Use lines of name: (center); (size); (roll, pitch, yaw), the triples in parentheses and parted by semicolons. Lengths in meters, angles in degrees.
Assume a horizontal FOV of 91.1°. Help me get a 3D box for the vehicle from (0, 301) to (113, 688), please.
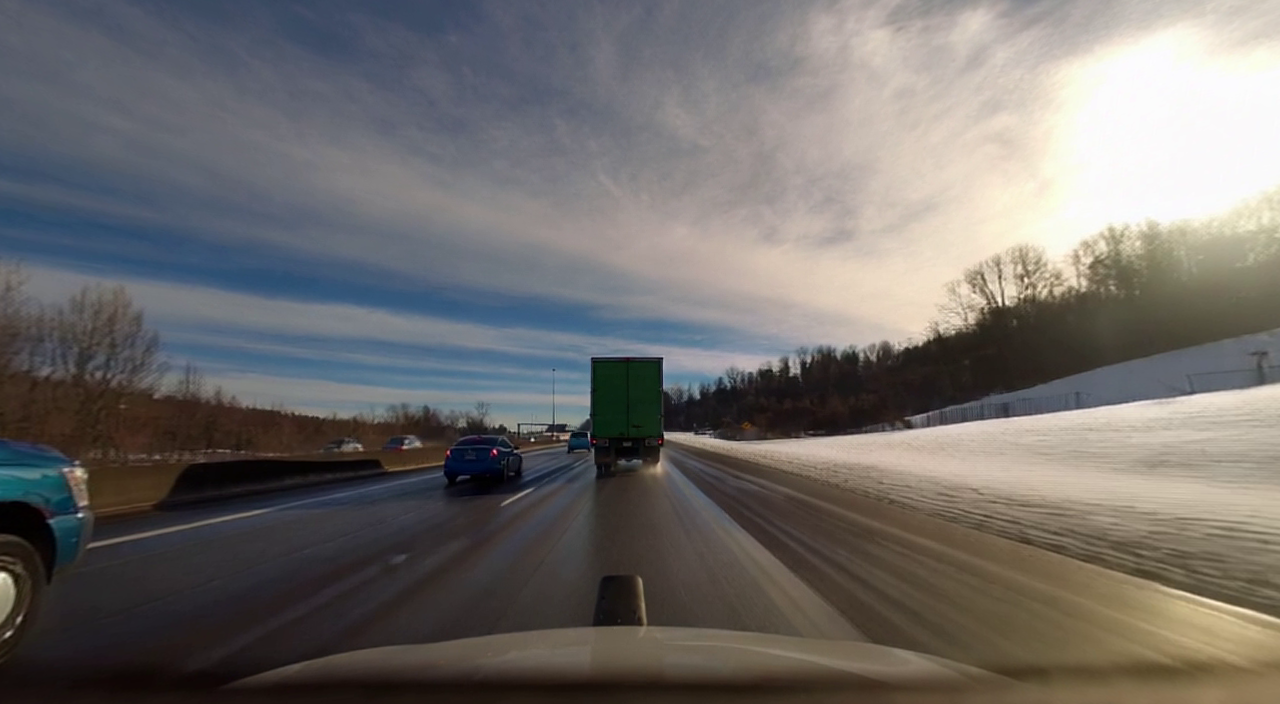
vehicle: (-4.372, 0.485, 1.365); (2.168, 1.985, 4.952); (0, -8, -1)

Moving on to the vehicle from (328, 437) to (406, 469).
vehicle: (-14.315, 5.280, 33.308); (1.960, 1.555, 4.728); (0, -8, 1)

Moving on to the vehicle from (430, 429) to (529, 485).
vehicle: (-4.843, 3.212, 19.664); (1.931, 1.539, 4.441); (0, -8, -1)

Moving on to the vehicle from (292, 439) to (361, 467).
vehicle: (-18.238, 5.865, 36.765); (1.823, 1.500, 4.194); (0, -8, 0)

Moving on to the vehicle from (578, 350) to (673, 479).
vehicle: (-0.527, 2.617, 24.857); (2.953, 4.041, 10.072); (0, -8, -1)
